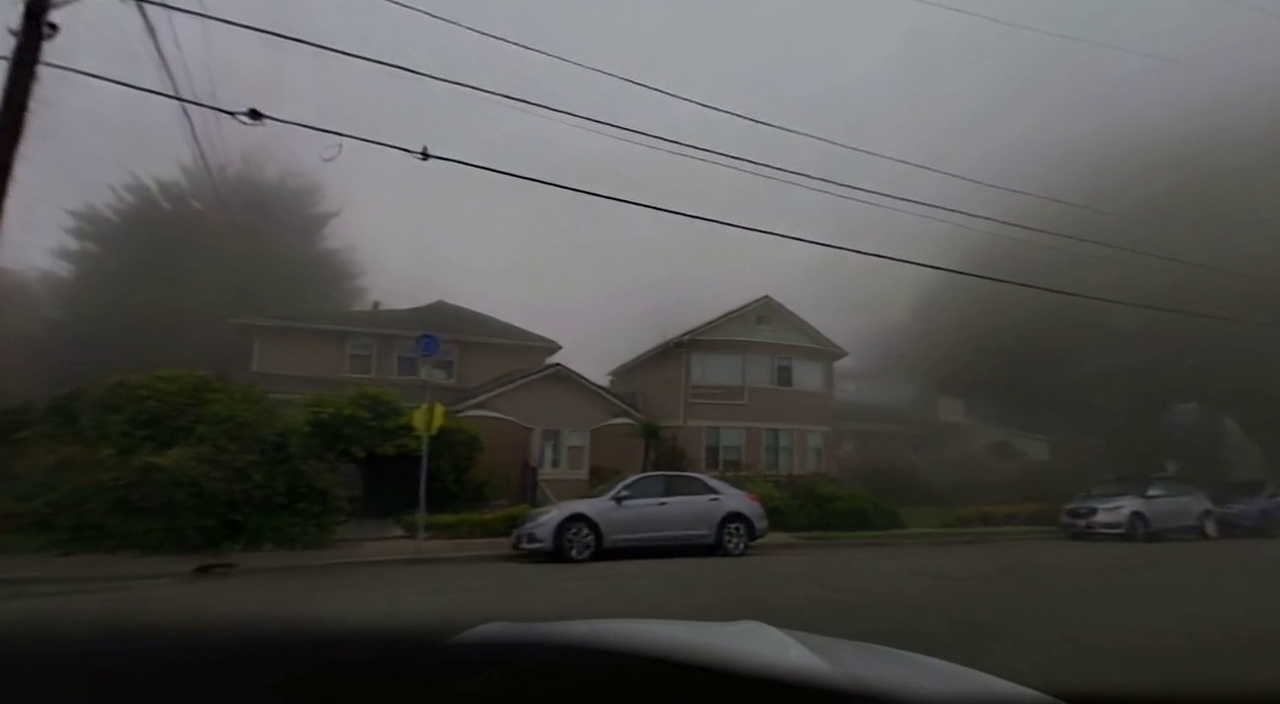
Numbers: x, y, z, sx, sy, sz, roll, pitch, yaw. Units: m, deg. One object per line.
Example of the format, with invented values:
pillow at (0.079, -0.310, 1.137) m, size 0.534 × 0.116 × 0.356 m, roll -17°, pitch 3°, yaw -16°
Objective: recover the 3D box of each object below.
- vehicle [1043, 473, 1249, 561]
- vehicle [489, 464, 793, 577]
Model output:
vehicle at (12.205, 3.848, 15.242) m, size 4.442 × 1.675 × 1.909 m, roll 4°, pitch -10°, yaw -24°
vehicle at (0.033, 2.568, 10.078) m, size 4.469 × 1.391 × 1.746 m, roll 4°, pitch -13°, yaw -25°
